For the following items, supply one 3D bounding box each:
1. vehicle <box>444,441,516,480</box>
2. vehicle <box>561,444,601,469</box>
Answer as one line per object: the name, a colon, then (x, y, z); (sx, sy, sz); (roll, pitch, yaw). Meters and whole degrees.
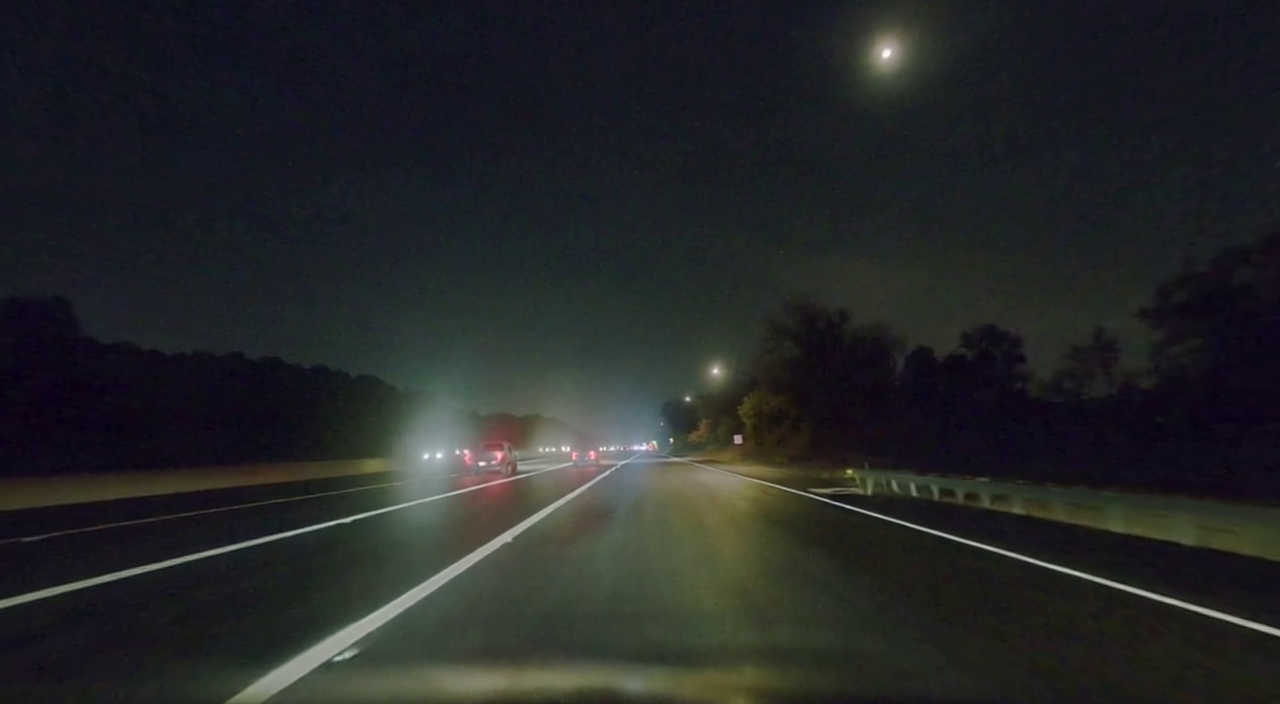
vehicle: (-7.156, 4.877, 28.693); (2.075, 1.646, 4.405); (0, -8, 0)
vehicle: (-3.800, 6.860, 41.570); (2.184, 1.554, 4.350); (0, -8, 1)
